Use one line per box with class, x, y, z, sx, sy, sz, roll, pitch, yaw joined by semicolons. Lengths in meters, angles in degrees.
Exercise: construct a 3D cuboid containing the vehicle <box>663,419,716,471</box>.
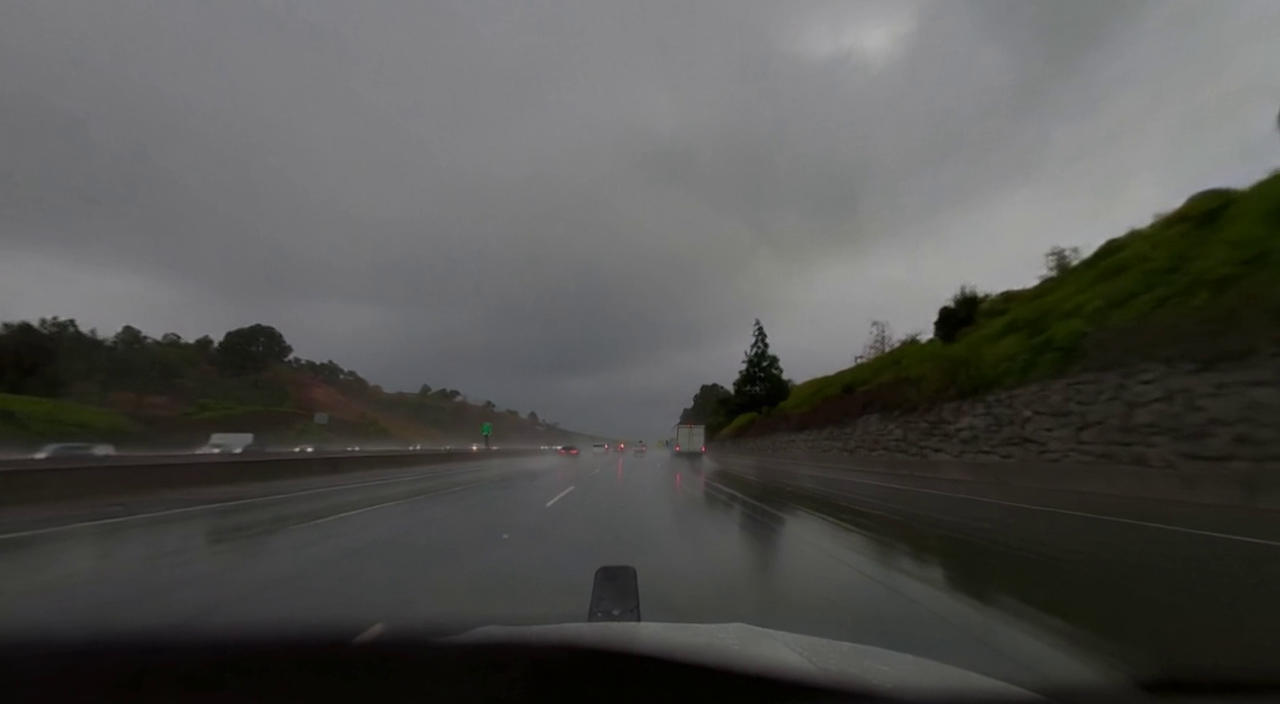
vehicle;3.226;6.422;43.298;2.795;3.187;7.205;0;-9;-2
